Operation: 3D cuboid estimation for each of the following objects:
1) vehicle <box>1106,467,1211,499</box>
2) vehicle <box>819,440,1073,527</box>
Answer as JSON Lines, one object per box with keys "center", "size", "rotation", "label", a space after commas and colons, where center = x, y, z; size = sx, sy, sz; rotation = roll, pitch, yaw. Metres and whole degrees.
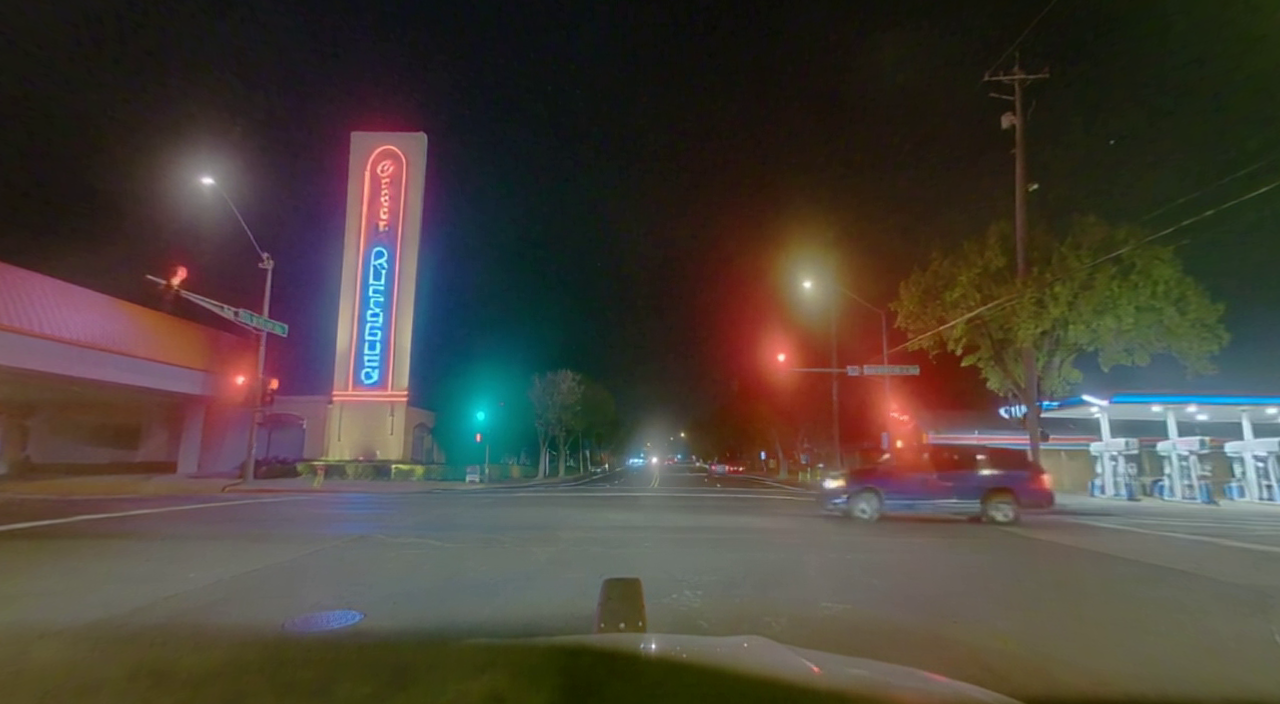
{"center": [28.046, 7.066, 34.305], "size": [1.897, 1.466, 4.211], "rotation": [1, -8, -4], "label": "vehicle"}
{"center": [6.533, 2.834, 13.905], "size": [4.556, 1.743, 1.938], "rotation": [0, -8, 0], "label": "vehicle"}
